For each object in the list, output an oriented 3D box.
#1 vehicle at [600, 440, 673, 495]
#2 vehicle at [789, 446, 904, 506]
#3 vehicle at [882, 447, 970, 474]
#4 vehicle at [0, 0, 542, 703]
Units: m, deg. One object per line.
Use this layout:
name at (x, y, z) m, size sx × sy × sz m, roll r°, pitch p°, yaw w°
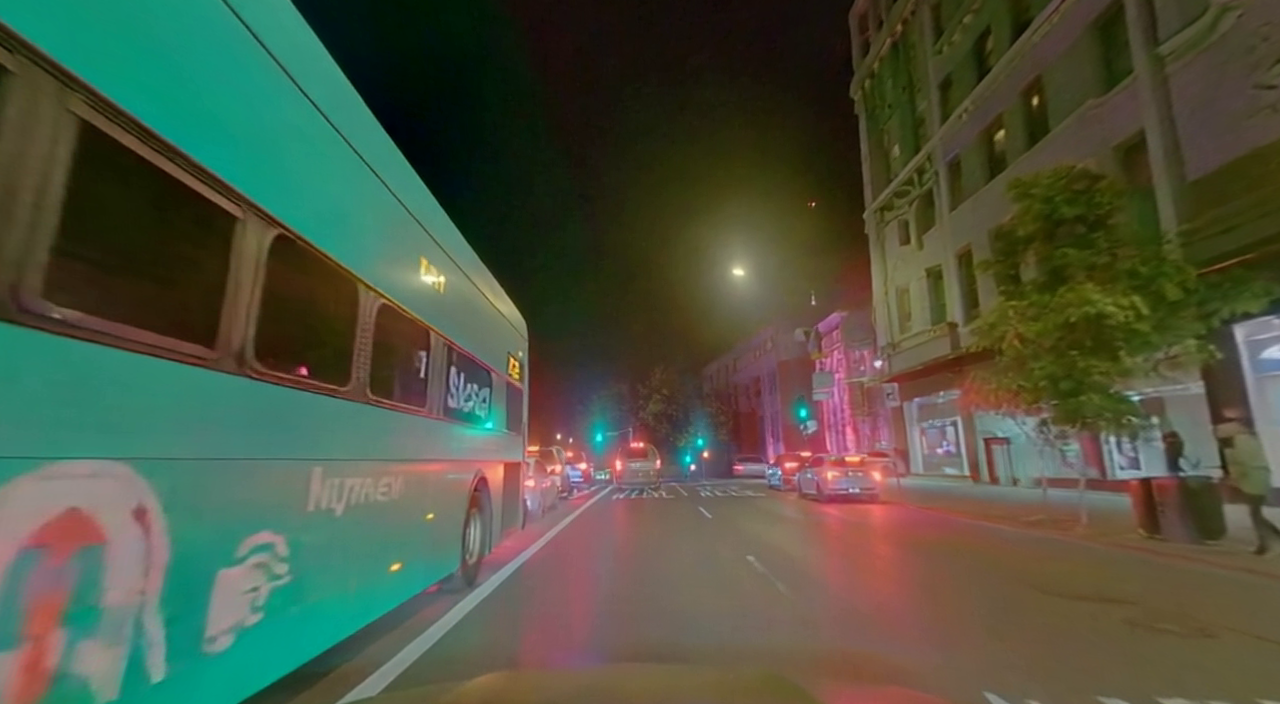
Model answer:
vehicle at (-0.064, 4.091, 22.768) m, size 2.328 × 1.746 × 5.072 m, roll 0°, pitch -9°, yaw 1°
vehicle at (5.970, 3.610, 18.900) m, size 1.919 × 1.529 × 4.558 m, roll 0°, pitch -9°, yaw 0°
vehicle at (17.590, 6.657, 38.895) m, size 4.598 × 1.519 × 1.994 m, roll 1°, pitch -9°, yaw -14°
vehicle at (-3.034, 0.236, 3.083) m, size 2.922 × 3.323 × 13.151 m, roll 0°, pitch -9°, yaw 0°
